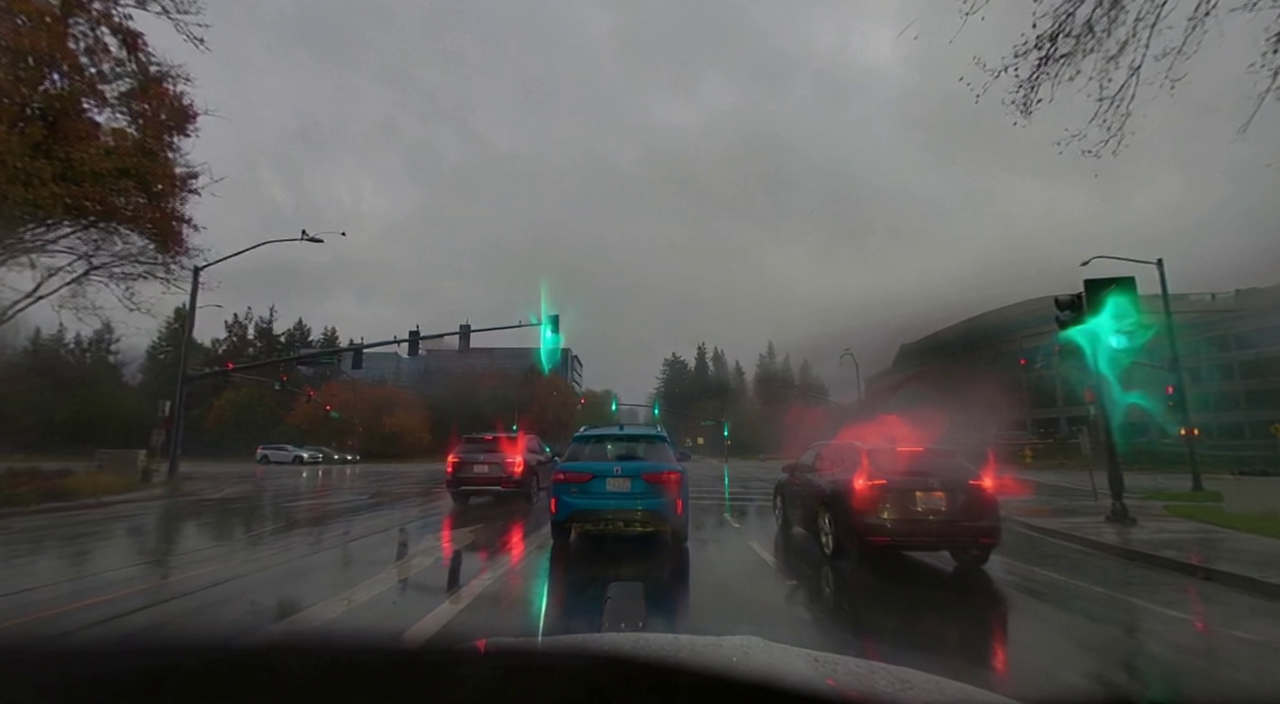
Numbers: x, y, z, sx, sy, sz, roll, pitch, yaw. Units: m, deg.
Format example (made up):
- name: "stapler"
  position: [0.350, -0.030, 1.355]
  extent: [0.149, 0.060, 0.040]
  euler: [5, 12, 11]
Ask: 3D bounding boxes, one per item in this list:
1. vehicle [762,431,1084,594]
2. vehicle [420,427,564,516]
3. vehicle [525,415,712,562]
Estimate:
- name: "vehicle"
  position: [3.032, 1.811, 8.064]
  extent: [2.056, 1.468, 4.520]
  euler: [0, -8, 1]
- name: "vehicle"
  position: [-2.999, 2.514, 13.735]
  extent: [1.987, 1.633, 4.005]
  euler: [0, -9, 3]
- name: "vehicle"
  position: [-0.229, 1.865, 9.289]
  extent: [2.108, 1.654, 4.235]
  euler: [0, -8, 0]
